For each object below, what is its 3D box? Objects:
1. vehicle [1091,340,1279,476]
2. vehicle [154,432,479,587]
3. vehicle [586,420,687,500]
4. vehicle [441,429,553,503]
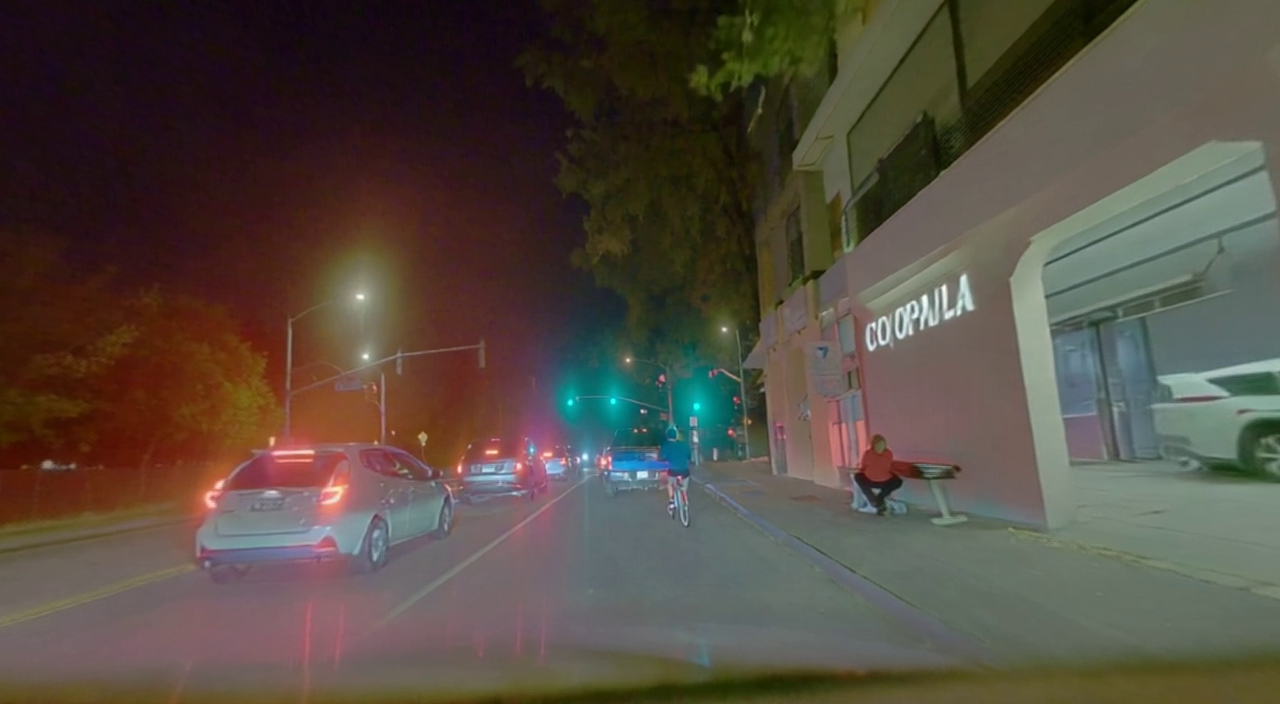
[{"bbox_3d":[8.441,0.758,7.886,4.159,1.416,2.049,1,-9,-7],"label":"vehicle"},{"bbox_3d":[-3.685,1.855,8.284,2.064,1.486,4.140,0,-9,0],"label":"vehicle"},{"bbox_3d":[-0.123,2.979,17.733,2.426,1.882,5.027,0,-9,-1],"label":"vehicle"},{"bbox_3d":[-3.753,3.085,17.482,2.046,1.750,4.452,0,-9,0],"label":"vehicle"}]
